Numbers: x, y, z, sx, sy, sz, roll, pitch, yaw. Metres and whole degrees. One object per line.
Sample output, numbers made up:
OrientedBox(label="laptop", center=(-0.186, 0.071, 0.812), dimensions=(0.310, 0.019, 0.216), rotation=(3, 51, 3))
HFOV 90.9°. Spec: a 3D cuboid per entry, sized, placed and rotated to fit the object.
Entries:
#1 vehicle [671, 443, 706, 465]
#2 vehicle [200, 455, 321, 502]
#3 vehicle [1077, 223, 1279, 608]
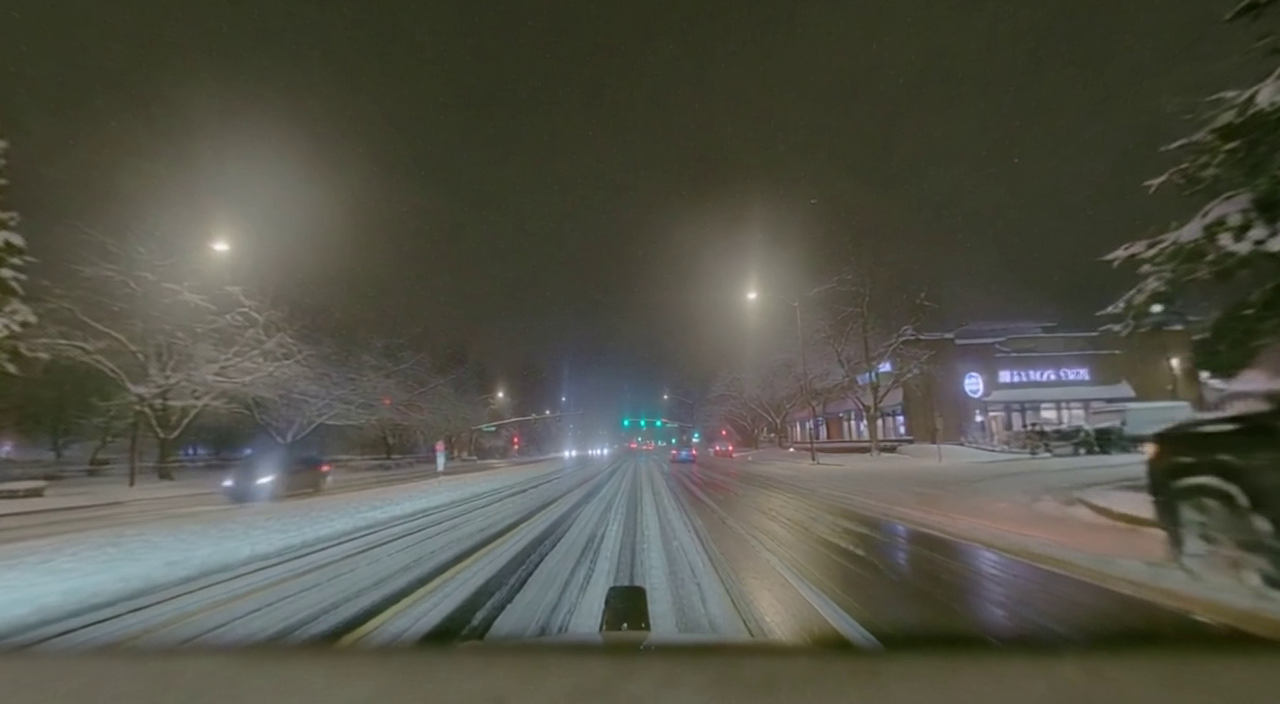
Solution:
OrientedBox(label="vehicle", center=(3.351, 7.171, 44.369), dimensions=(2.057, 1.470, 4.454), rotation=(0, -8, 0))
OrientedBox(label="vehicle", center=(-13.633, 4.540, 23.007), dimensions=(1.887, 1.470, 4.240), rotation=(0, -8, -2))
OrientedBox(label="vehicle", center=(6.780, 0.228, 3.222), dimensions=(3.013, 3.152, 8.476), rotation=(0, -8, 1))
